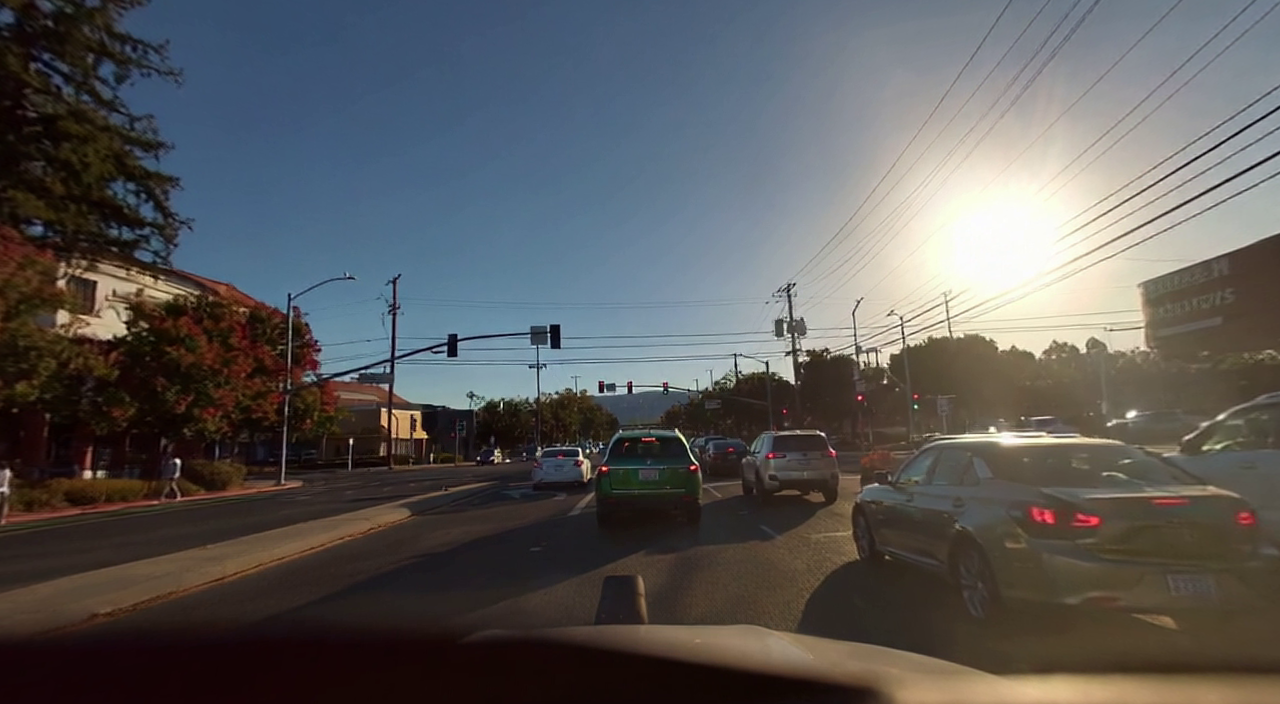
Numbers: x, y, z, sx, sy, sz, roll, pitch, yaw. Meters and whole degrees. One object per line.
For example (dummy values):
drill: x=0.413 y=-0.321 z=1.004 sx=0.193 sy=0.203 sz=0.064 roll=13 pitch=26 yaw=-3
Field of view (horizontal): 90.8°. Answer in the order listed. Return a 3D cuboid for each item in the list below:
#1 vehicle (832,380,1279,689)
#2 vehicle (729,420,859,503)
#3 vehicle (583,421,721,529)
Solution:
vehicle: x=3.339 y=1.273 z=5.526 sx=1.998 sy=1.620 sz=4.267 roll=0 pitch=-9 yaw=1
vehicle: x=3.698 y=2.747 z=16.229 sx=2.060 sy=1.789 sz=4.712 roll=0 pitch=-9 yaw=-1
vehicle: x=0.185 y=2.216 z=11.891 sx=2.149 sy=1.668 sz=3.962 roll=0 pitch=-9 yaw=0
